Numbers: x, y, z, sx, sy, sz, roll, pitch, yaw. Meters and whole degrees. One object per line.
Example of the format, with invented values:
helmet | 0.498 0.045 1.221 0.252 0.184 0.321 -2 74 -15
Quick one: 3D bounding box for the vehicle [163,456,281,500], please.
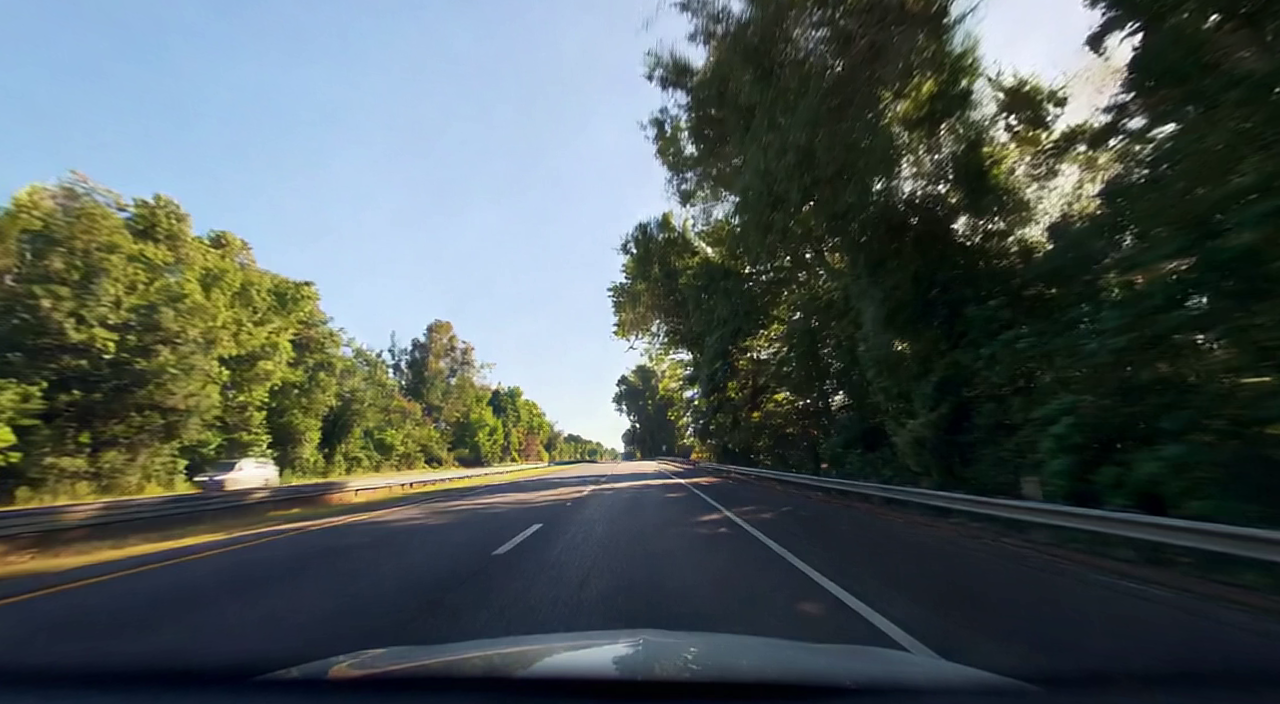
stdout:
vehicle | -17.502 5.275 26.694 1.952 1.622 4.412 0 -9 0
